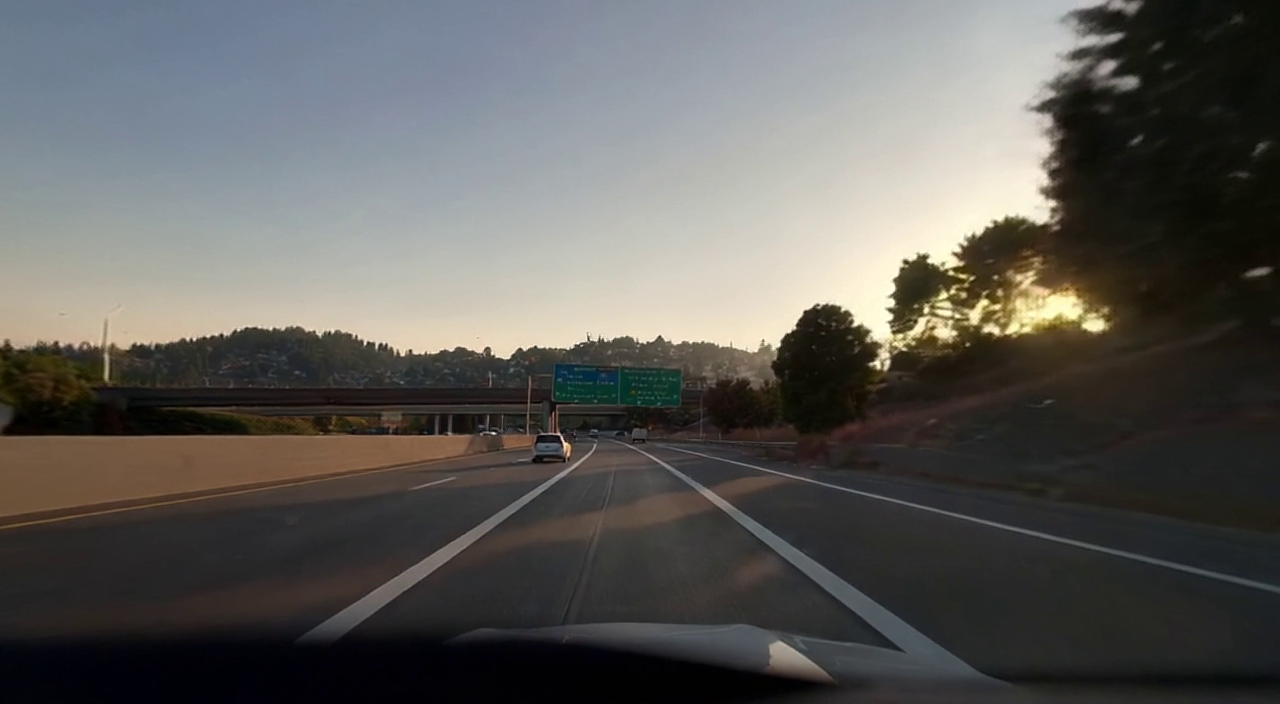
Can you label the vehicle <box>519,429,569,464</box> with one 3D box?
[{"bbox_3d":[-4.578,4.564,30.456,1.878,1.548,3.966,0,-8,-1],"label":"vehicle"}]
